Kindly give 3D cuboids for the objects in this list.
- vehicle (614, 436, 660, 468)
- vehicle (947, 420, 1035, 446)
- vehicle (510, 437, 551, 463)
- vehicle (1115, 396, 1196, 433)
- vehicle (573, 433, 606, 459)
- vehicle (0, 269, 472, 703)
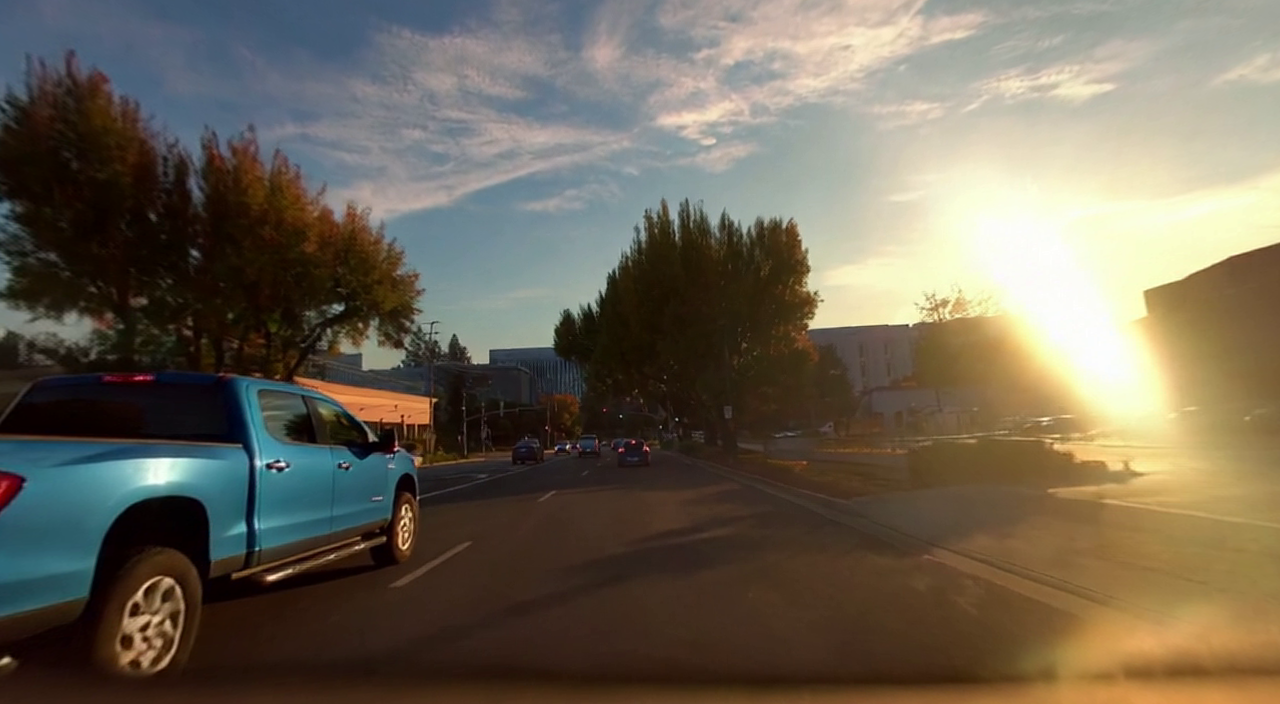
[{"bbox_3d":[-0.141,5.082,32.127,2.191,1.530,4.470,0,-8,0],"label":"vehicle"},{"bbox_3d":[22.732,5.306,40.778,4.767,1.443,1.978,-7,-11,28],"label":"vehicle"},{"bbox_3d":[-8.117,7.312,47.061,2.146,1.788,5.153,0,-8,1],"label":"vehicle"},{"bbox_3d":[34.672,4.277,42.177,5.297,2.323,2.378,4,-9,-31],"label":"vehicle"},{"bbox_3d":[-3.952,7.478,49.960,2.243,1.976,4.514,0,-8,1],"label":"vehicle"},{"bbox_3d":[-3.653,1.081,4.883,2.552,2.079,6.810,0,-8,3],"label":"vehicle"}]
